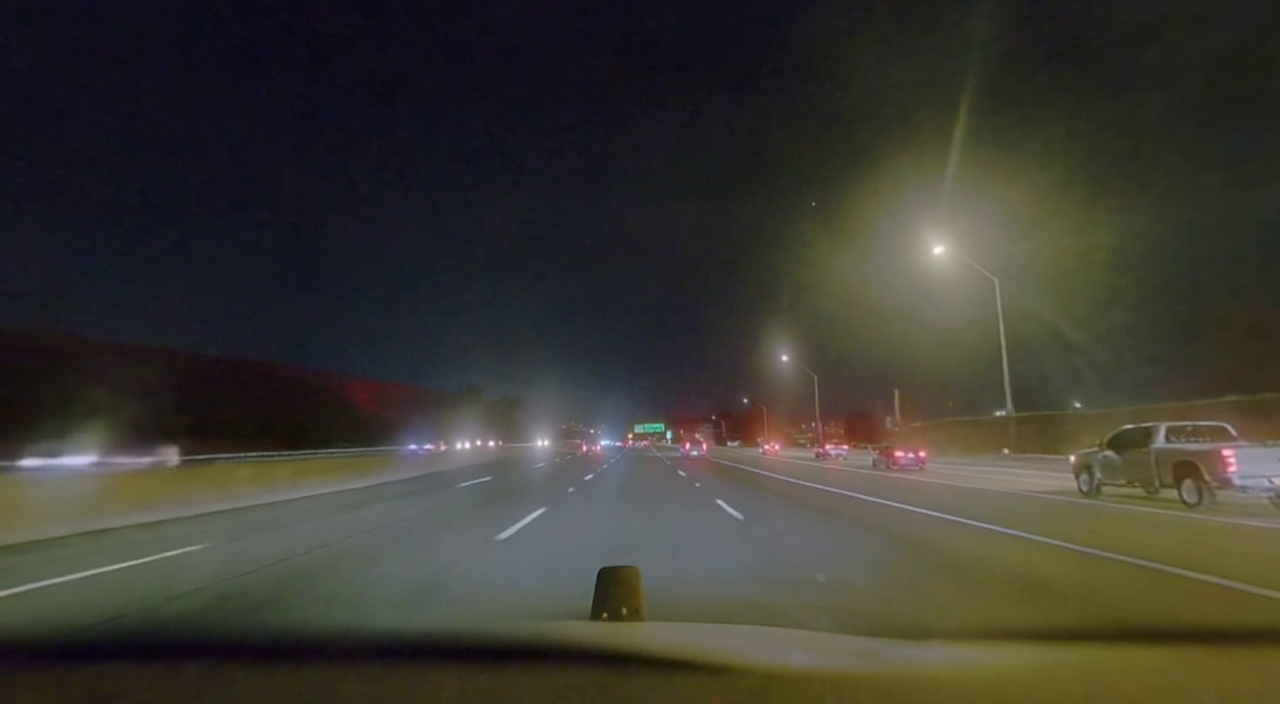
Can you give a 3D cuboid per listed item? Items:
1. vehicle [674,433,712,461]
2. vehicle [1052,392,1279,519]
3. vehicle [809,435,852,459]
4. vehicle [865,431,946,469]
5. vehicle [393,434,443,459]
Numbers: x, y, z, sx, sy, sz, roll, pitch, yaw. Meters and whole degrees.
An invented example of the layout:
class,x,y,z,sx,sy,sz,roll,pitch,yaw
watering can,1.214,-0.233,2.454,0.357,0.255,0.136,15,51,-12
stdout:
class,x,y,z,sx,sy,sz,roll,pitch,yaw
vehicle,3.487,6.393,42.437,2.147,1.794,4.538,1,-8,0
vehicle,12.223,2.201,13.639,2.442,2.140,6.462,0,-8,3
vehicle,14.551,7.259,48.262,2.020,1.707,4.424,0,-8,1
vehicle,13.432,5.007,32.188,2.116,1.754,4.727,0,-8,1
vehicle,-17.326,7.403,49.329,2.083,1.785,4.877,0,-8,1
